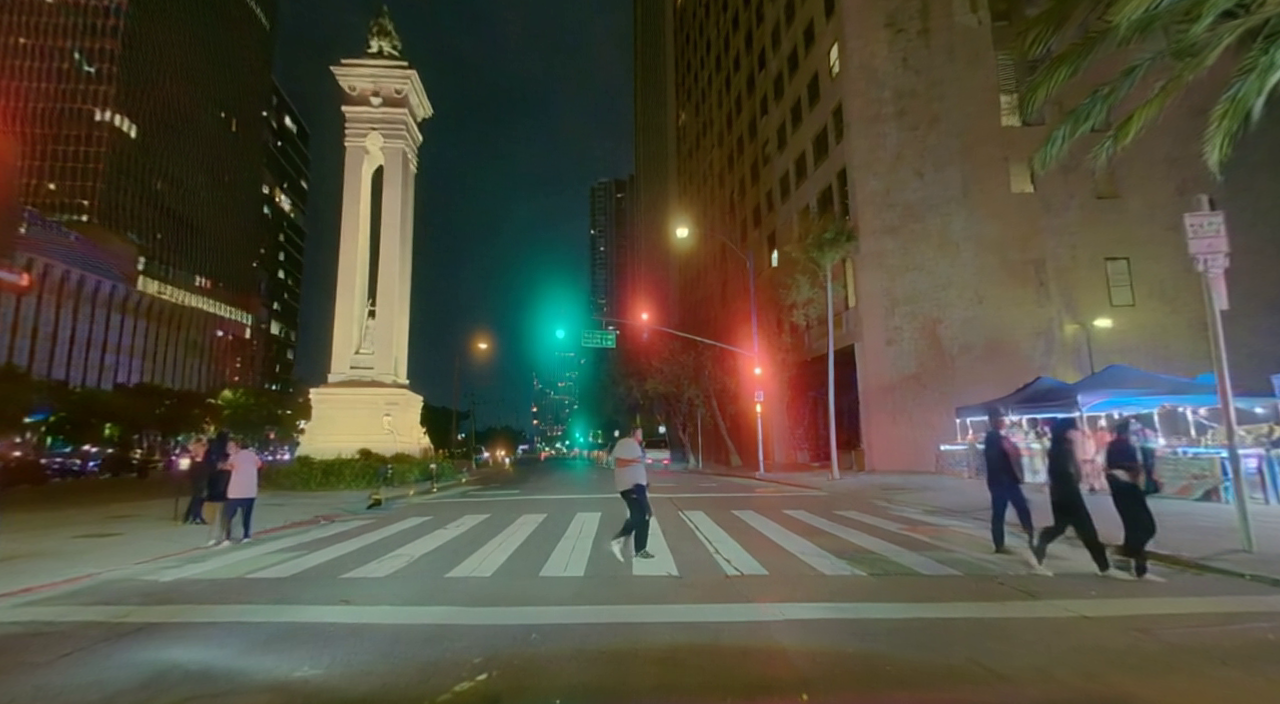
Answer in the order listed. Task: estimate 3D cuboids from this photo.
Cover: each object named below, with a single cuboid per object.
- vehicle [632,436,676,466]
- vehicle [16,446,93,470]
[{"bbox_3d":[0.919,7.282,46.639,2.322,2.071,5.366,1,-9,-9],"label":"vehicle"},{"bbox_3d":[-45.973,8.334,49.741,1.922,1.798,4.317,0,-8,0],"label":"vehicle"}]
